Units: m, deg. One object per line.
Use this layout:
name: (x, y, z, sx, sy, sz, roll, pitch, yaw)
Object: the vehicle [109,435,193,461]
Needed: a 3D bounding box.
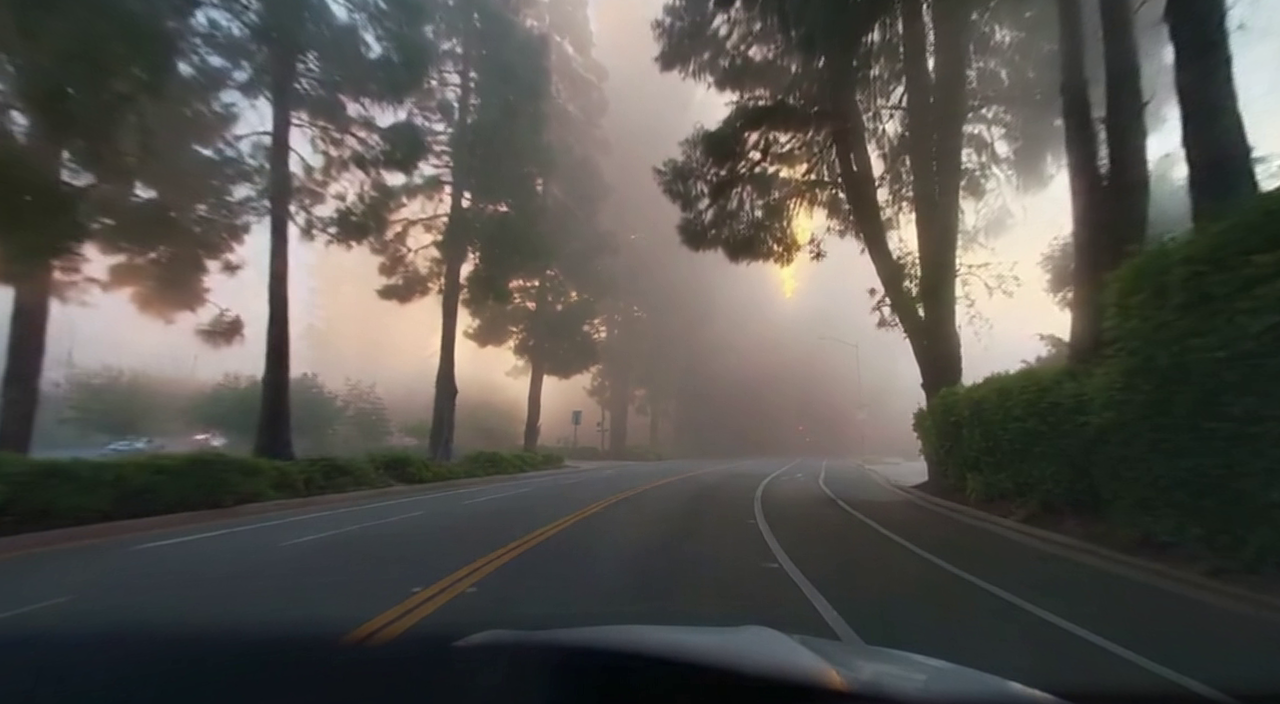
vehicle: (-29.112, 5.731, 37.639, 1.680, 1.413, 3.616, -3, -9, 13)
